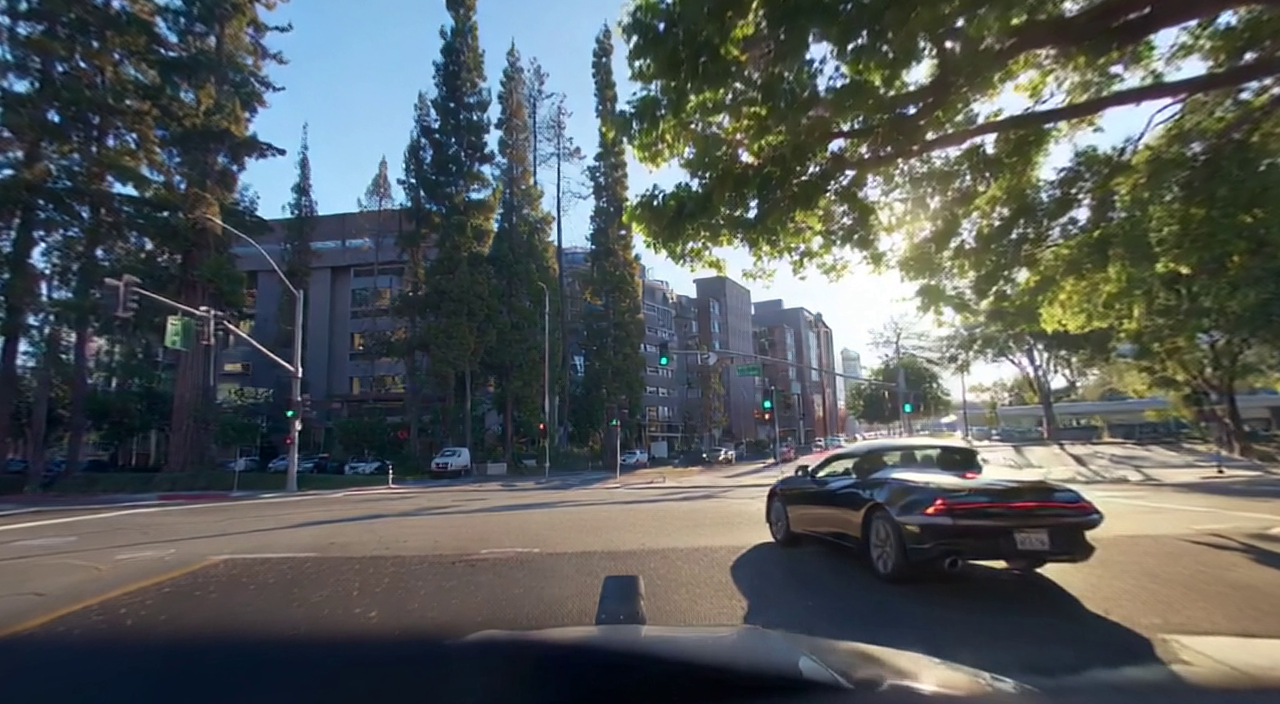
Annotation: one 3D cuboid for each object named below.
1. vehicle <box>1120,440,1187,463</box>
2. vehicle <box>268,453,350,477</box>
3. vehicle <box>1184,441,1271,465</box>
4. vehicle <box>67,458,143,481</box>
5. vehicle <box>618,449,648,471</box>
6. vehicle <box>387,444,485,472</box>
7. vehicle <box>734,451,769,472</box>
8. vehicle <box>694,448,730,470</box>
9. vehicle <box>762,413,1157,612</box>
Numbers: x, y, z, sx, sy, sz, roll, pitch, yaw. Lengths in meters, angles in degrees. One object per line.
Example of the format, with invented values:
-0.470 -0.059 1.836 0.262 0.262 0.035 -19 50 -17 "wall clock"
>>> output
35.365 6.885 43.593 1.649 1.463 3.507 -1 -10 1 "vehicle"
-21.189 7.252 40.591 4.207 1.508 1.875 -1 -9 3 "vehicle"
40.878 7.098 44.106 2.029 1.521 4.015 -1 -10 -2 "vehicle"
-35.862 7.865 42.478 1.709 1.410 3.945 0 -9 -1 "vehicle"
-0.529 7.664 45.023 2.024 1.489 4.613 0 -9 -1 "vehicle"
-14.199 7.420 44.245 6.021 1.868 2.172 0 -9 1 "vehicle"
7.896 7.761 44.987 1.889 1.358 3.751 0 -9 1 "vehicle"
5.016 7.553 44.724 1.983 1.453 4.180 0 -9 -1 "vehicle"
2.982 1.593 7.187 1.903 1.529 4.254 1 -9 -6 "vehicle"
